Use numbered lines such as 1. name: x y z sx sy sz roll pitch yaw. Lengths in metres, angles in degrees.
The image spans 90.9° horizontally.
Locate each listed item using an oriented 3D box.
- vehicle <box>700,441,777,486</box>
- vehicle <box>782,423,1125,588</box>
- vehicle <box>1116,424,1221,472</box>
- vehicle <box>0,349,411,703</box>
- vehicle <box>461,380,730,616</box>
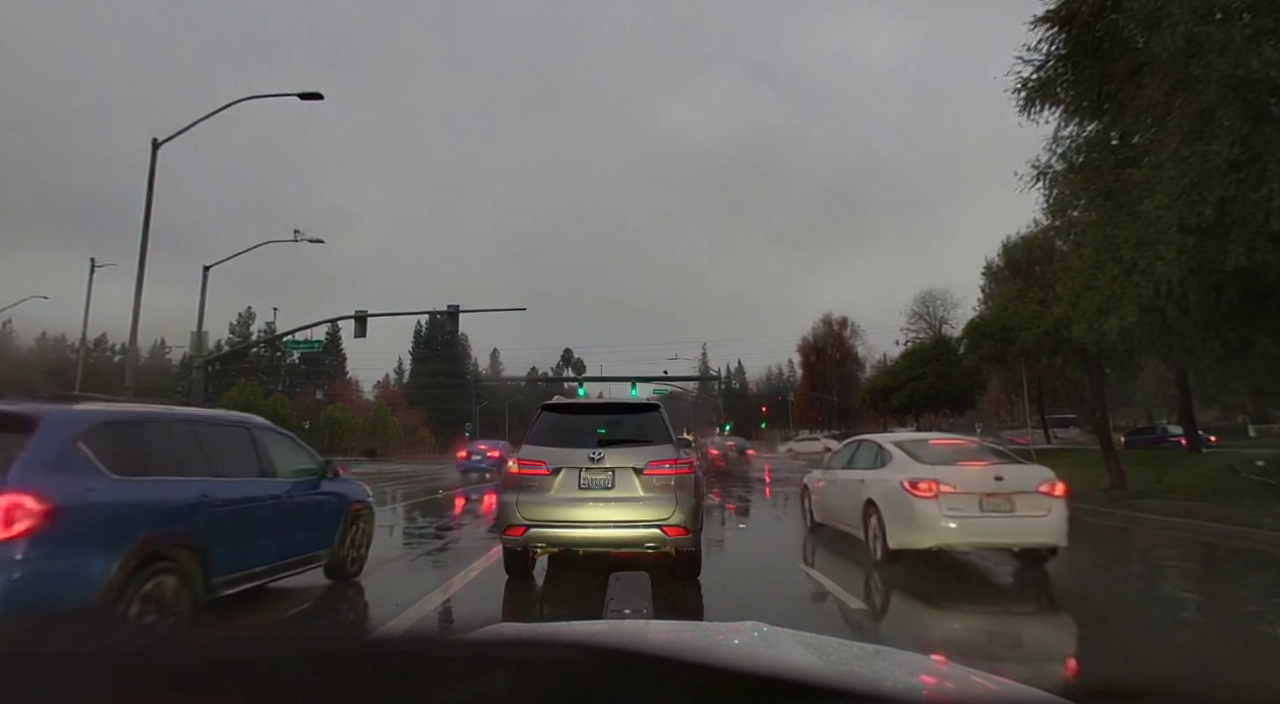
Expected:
1. vehicle: 3.366 3.898 22.385 2.104 1.441 4.240 0 -8 1
2. vehicle: 3.353 1.721 7.934 2.121 1.494 4.208 0 -8 0
3. vehicle: 19.313 3.504 22.982 4.215 1.578 1.892 7 -11 -37
4. vehicle: -3.707 1.147 4.845 2.160 1.666 4.583 0 -8 0
5. vehicle: -0.351 1.438 7.091 2.064 1.817 4.298 0 -8 0
